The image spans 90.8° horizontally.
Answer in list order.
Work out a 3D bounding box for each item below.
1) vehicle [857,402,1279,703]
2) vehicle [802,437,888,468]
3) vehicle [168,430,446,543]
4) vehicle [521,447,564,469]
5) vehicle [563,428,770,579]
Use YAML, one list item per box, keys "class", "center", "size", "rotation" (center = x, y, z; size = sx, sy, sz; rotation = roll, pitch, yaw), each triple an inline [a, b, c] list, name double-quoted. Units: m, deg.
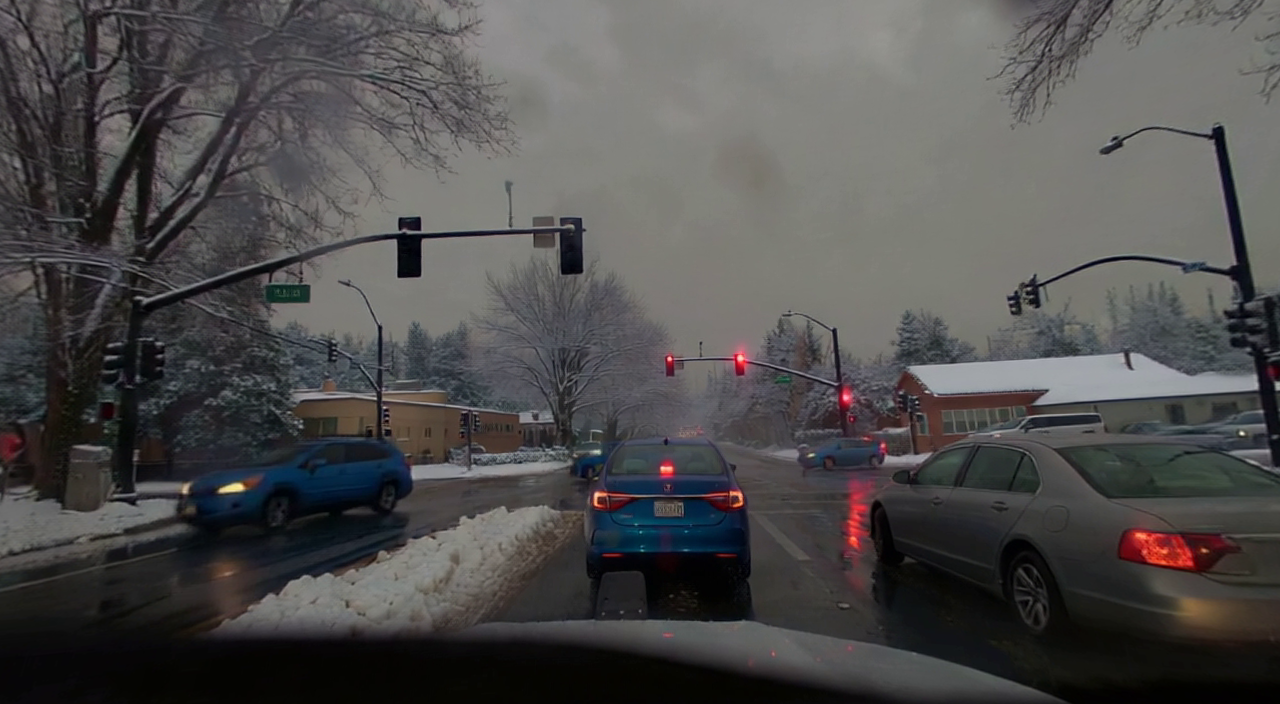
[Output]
- class: "vehicle"
  center: [3.663, 1.337, 5.430]
  size: [1.888, 1.486, 4.681]
  rotation: [0, -9, -1]
- class: "vehicle"
  center: [11.535, 5.661, 35.607]
  size: [4.240, 1.615, 1.936]
  rotation: [-6, -10, 31]
- class: "vehicle"
  center: [-6.325, 2.569, 12.842]
  size: [1.988, 1.799, 4.789]
  rotation: [-4, -9, 20]
- class: "vehicle"
  center: [-6.916, 7.588, 45.315]
  size: [2.093, 1.476, 4.278]
  rotation: [-1, -9, 4]
- class: "vehicle"
  center: [0.307, 1.819, 8.333]
  size: [2.090, 1.505, 3.756]
  rotation: [-1, -9, 1]
